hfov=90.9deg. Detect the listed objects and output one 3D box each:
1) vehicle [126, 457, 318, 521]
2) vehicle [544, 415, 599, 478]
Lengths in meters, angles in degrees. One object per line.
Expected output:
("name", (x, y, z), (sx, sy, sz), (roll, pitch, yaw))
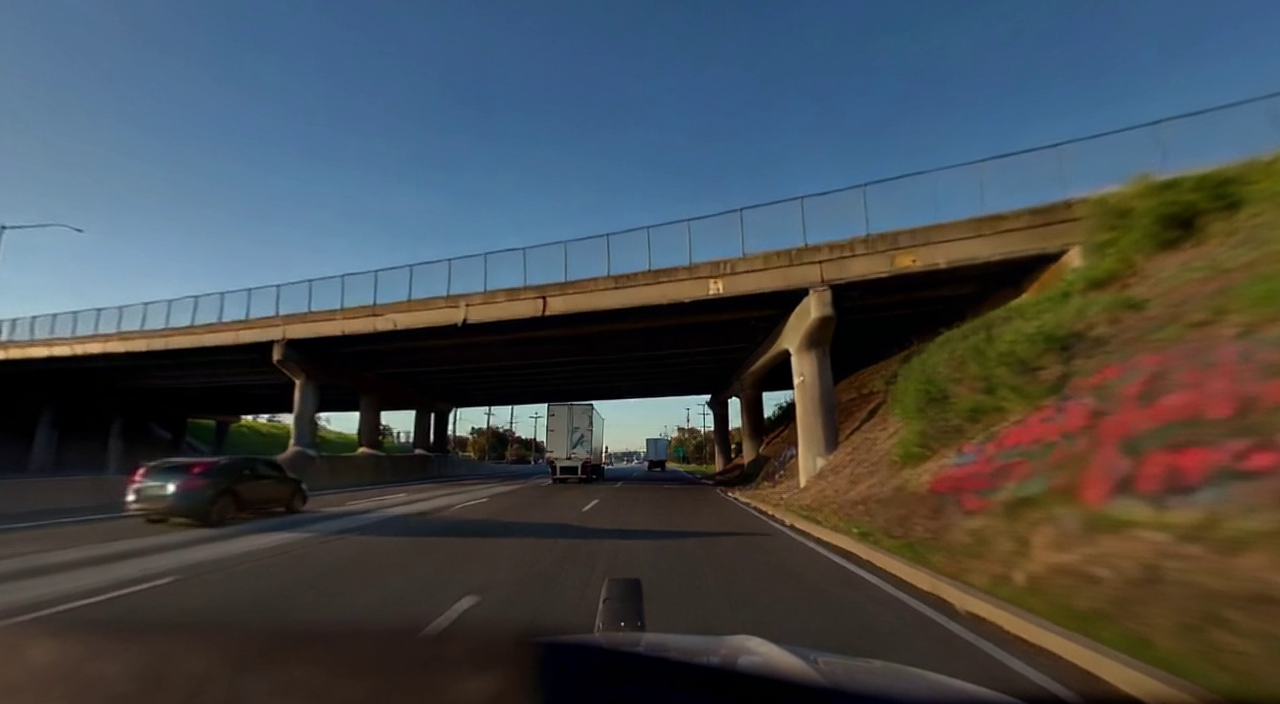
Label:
("vehicle", (-10.580, 3.463, 16.451), (1.940, 1.381, 4.348), (0, -9, 1))
("vehicle", (-4.706, 6.767, 45.178), (2.955, 4.022, 8.842), (0, -9, 0))
